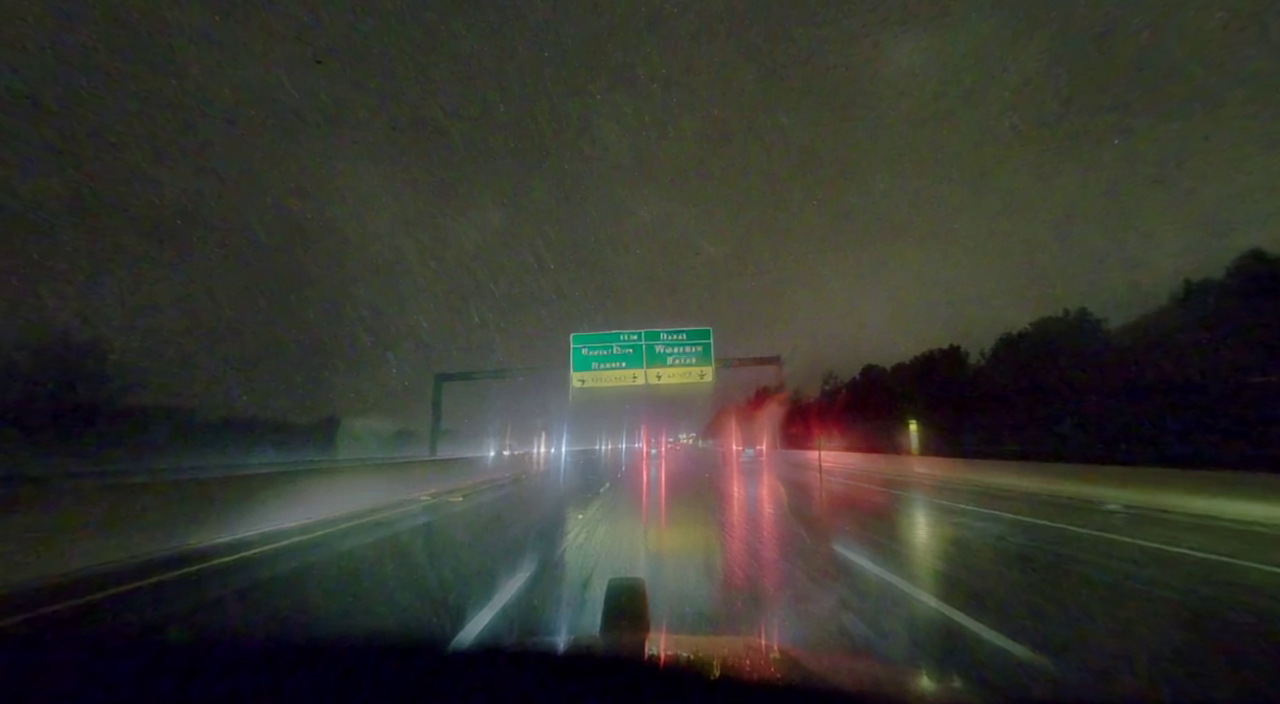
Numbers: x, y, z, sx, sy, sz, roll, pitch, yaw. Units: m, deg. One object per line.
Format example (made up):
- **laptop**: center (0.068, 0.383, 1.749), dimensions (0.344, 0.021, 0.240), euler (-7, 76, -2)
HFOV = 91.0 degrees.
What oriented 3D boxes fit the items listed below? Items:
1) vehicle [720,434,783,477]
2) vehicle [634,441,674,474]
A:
- **vehicle**: center (4.309, 4.057, 24.941), dimensions (1.770, 1.566, 4.282), euler (0, -8, 0)
- **vehicle**: center (0.615, 4.725, 28.424), dimensions (1.683, 1.400, 3.868), euler (0, -8, 1)
